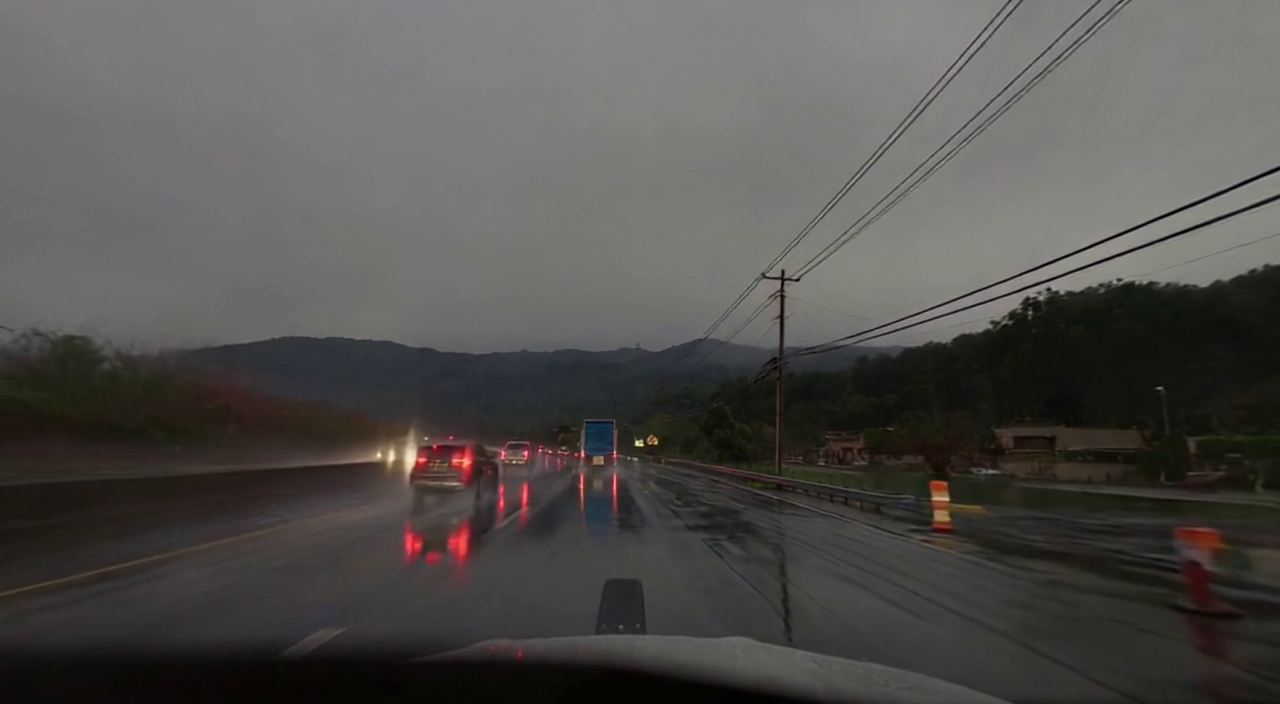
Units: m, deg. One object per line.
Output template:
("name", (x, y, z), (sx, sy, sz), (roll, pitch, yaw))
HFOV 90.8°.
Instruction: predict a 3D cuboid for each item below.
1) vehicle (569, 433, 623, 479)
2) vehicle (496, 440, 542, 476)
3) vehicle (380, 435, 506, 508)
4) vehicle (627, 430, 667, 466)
("vehicle", (-2.460, 5.559, 34.076), (2.486, 2.280, 5.291), (1, -9, -8))
("vehicle", (-7.241, 6.377, 38.388), (2.345, 2.012, 5.693), (1, -9, -7))
("vehicle", (-5.241, 3.230, 17.575), (2.185, 1.721, 4.550), (0, -9, -3))
("vehicle", (0.481, 7.518, 49.533), (2.256, 2.597, 4.534), (2, -9, -12))
